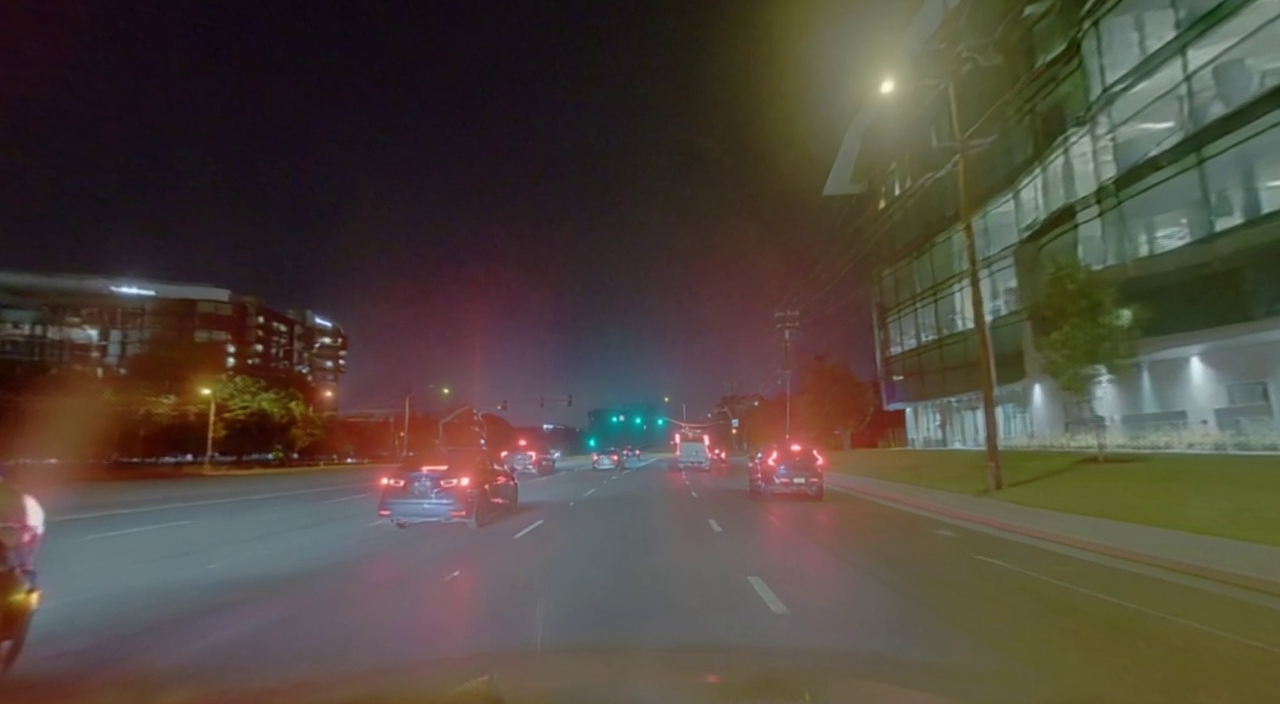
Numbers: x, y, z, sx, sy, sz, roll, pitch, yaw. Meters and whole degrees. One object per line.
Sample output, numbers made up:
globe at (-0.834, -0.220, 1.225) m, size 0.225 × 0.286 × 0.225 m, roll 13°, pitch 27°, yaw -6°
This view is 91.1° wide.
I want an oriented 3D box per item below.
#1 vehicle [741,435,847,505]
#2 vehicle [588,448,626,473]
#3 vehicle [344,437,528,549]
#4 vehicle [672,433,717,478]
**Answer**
vehicle at (4.659, 3.635, 19.806) m, size 2.283 × 1.923 × 4.427 m, roll 0°, pitch -9°, yaw 1°
vehicle at (-2.097, 7.025, 40.937) m, size 1.984 × 1.567 × 4.311 m, roll -1°, pitch -9°, yaw 4°
vehicle at (-3.371, 2.380, 11.260) m, size 1.934 × 1.643 × 3.718 m, roll 0°, pitch -9°, yaw 2°
vehicle at (3.278, 6.077, 37.142) m, size 2.457 × 2.440 × 5.486 m, roll -1°, pitch -9°, yaw 6°
